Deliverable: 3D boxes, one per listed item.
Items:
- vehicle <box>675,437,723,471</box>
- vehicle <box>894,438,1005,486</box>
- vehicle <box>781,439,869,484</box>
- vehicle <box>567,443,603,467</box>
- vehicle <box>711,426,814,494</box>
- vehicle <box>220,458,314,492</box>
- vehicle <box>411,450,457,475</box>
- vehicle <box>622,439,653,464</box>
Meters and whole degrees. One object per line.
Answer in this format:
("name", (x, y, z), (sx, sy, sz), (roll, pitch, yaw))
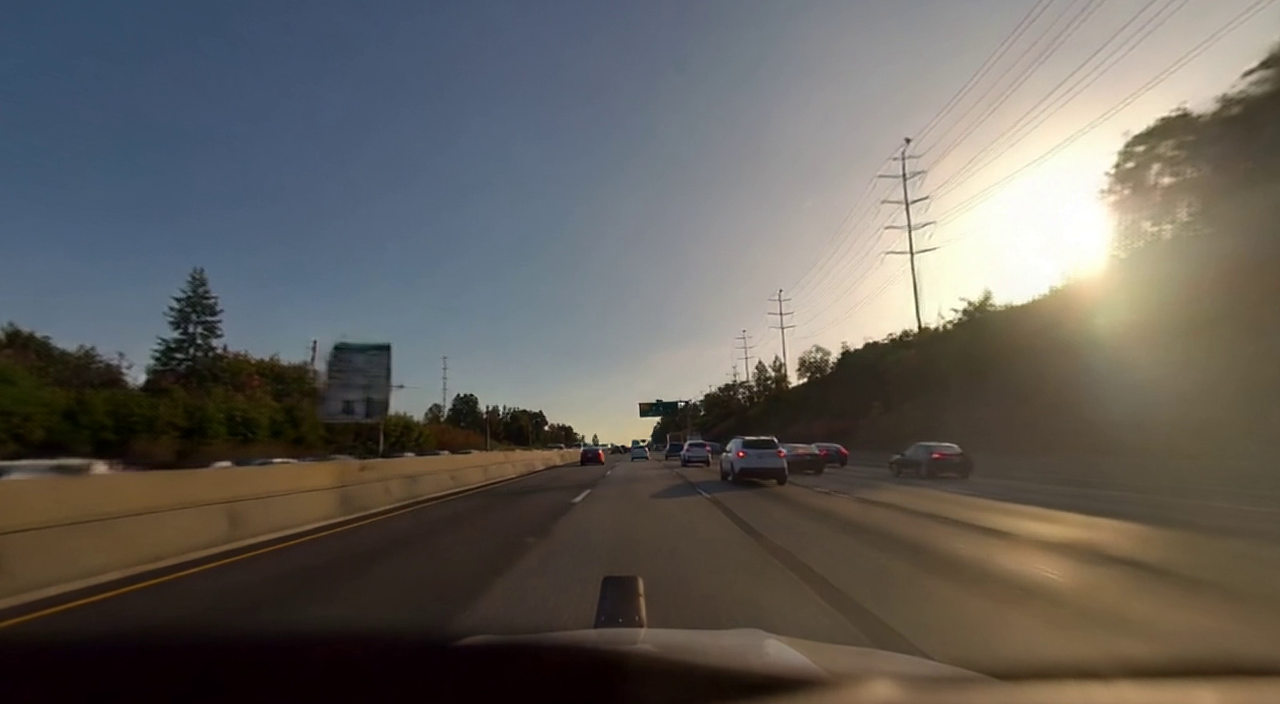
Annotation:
("vehicle", (3.248, 5.710, 35.461), (2.111, 1.755, 4.459), (0, -8, -2))
("vehicle", (10.520, 3.738, 21.740), (1.850, 1.492, 3.767), (0, -8, -1))
("vehicle", (6.857, 4.097, 23.894), (1.909, 1.507, 4.471), (0, -8, -1))
("vehicle", (-3.667, 6.937, 42.544), (2.051, 1.510, 4.373), (0, -8, 0))
("vehicle", (3.601, 3.287, 19.487), (2.138, 1.826, 4.783), (0, -8, -1))
("vehicle", (-18.998, 6.267, 32.341), (1.941, 1.477, 4.644), (0, -8, 1))
("vehicle", (-15.119, 8.118, 46.432), (1.898, 1.685, 4.371), (0, -8, 1))
("vehicle", (-0.213, 7.641, 48.459), (2.314, 1.796, 4.254), (0, -8, -1))
